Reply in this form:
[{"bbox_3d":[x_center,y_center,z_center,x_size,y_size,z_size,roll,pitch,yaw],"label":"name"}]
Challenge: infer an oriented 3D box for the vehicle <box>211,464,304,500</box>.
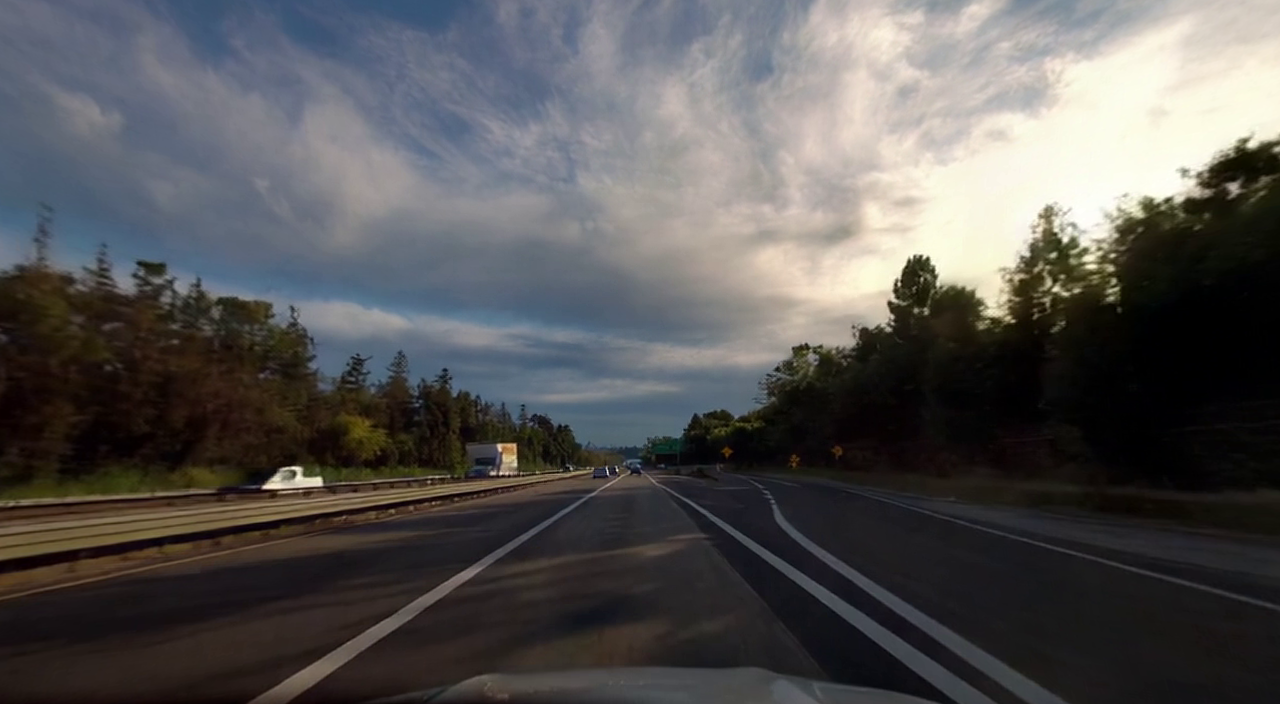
[{"bbox_3d":[-17.038,5.798,28.286,1.738,1.435,3.776,1,-10,1],"label":"vehicle"}]
